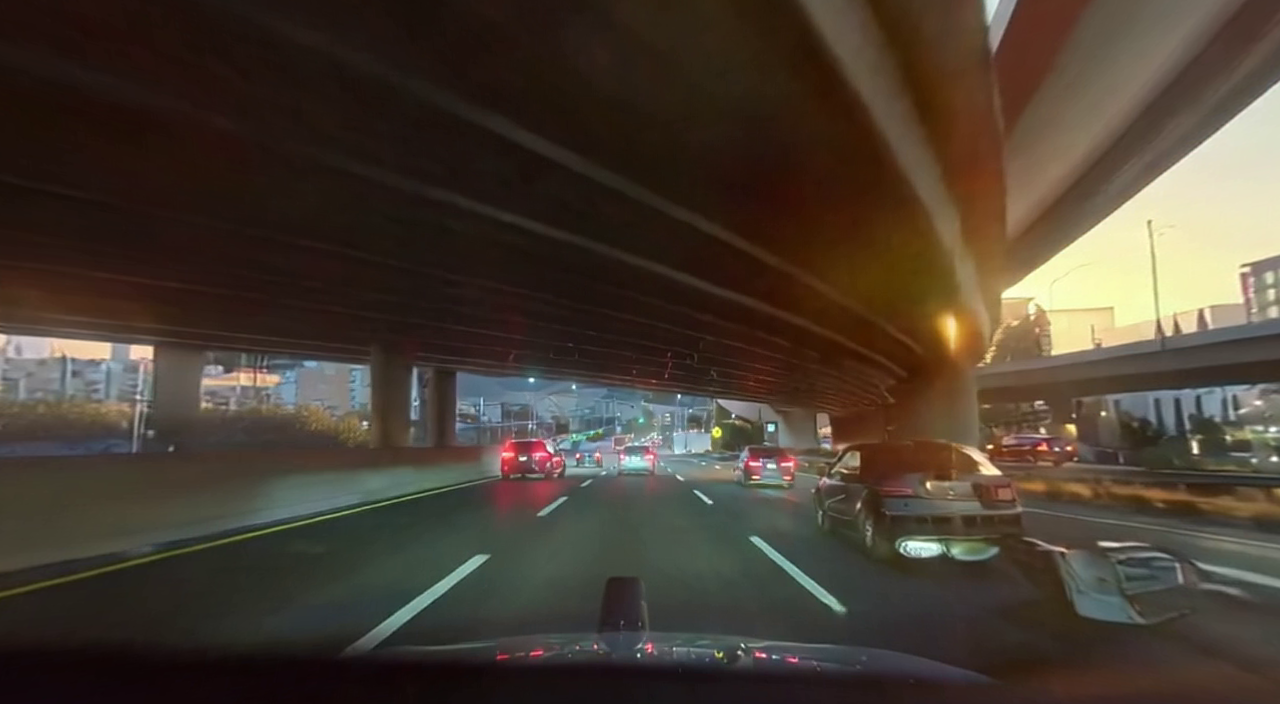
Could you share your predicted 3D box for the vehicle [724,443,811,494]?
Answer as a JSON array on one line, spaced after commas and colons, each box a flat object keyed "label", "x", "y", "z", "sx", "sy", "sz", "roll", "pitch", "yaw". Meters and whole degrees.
[{"label": "vehicle", "x": 4.068, "y": 3.763, "z": 20.789, "sx": 1.974, "sy": 1.490, "sz": 3.994, "roll": 0, "pitch": -9, "yaw": -1}]

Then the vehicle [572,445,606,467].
[{"label": "vehicle", "x": -3.473, "y": 7.202, "z": 43.713, "sx": 1.868, "sy": 1.431, "sz": 4.055, "roll": 0, "pitch": -9, "yaw": 2}]

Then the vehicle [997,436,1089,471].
[{"label": "vehicle", "x": 25.433, "y": 6.431, "z": 40.095, "sx": 2.376, "sy": 1.988, "sz": 6.109, "roll": -1, "pitch": -9, "yaw": 6}]

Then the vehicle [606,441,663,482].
[{"label": "vehicle", "x": -0.183, "y": 4.340, "z": 25.190, "sx": 2.089, "sy": 1.493, "sz": 3.964, "roll": 0, "pitch": -9, "yaw": 0}]

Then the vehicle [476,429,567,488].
[{"label": "vehicle", "x": -3.995, "y": 3.694, "z": 22.094, "sx": 2.142, "sy": 1.819, "sz": 4.648, "roll": 0, "pitch": -9, "yaw": 2}]
